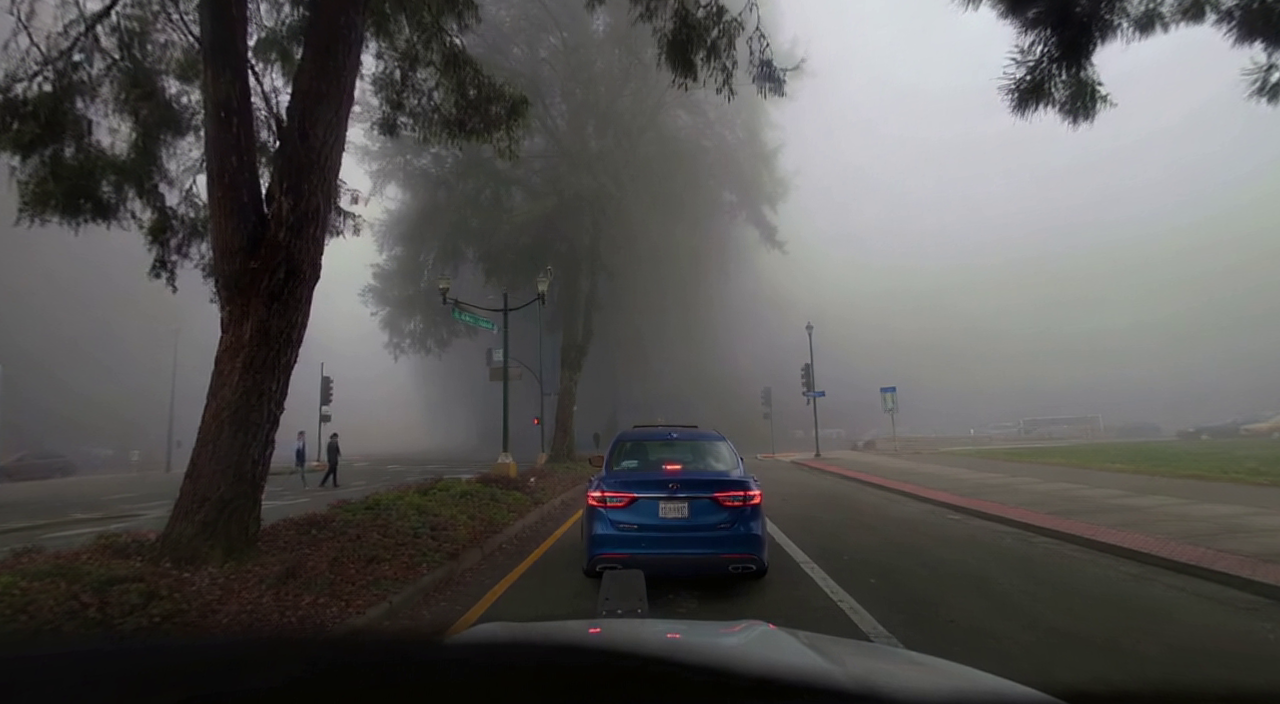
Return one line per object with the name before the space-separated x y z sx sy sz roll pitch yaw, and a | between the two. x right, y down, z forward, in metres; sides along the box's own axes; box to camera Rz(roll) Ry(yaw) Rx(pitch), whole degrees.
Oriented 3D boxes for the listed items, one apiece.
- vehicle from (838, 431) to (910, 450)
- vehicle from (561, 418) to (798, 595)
vehicle | 18.169 6.910 49.265 4.830 1.461 1.883 -1 -9 3
vehicle | 0.370 1.615 7.403 2.035 1.499 3.799 0 -8 1
